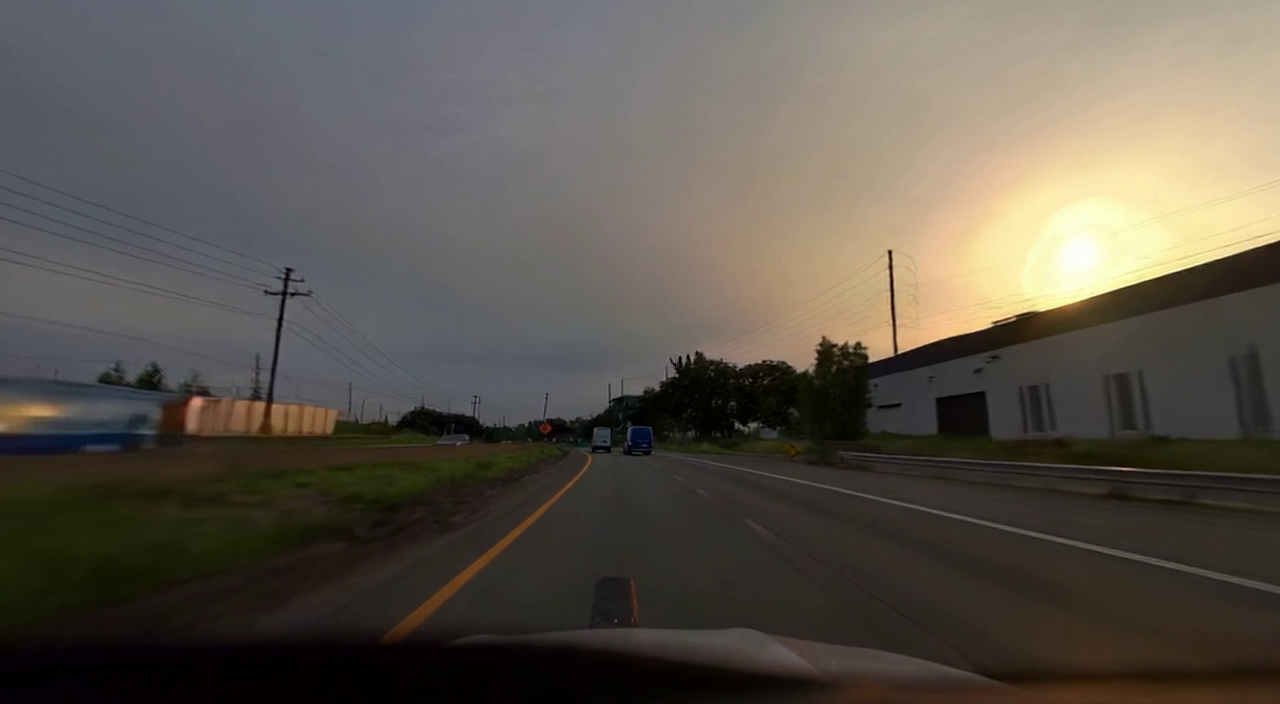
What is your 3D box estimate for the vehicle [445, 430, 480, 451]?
[{"bbox_3d":[-13.967,6.988,49.804,1.854,1.548,4.141,0,-8,-4],"label":"vehicle"}]
